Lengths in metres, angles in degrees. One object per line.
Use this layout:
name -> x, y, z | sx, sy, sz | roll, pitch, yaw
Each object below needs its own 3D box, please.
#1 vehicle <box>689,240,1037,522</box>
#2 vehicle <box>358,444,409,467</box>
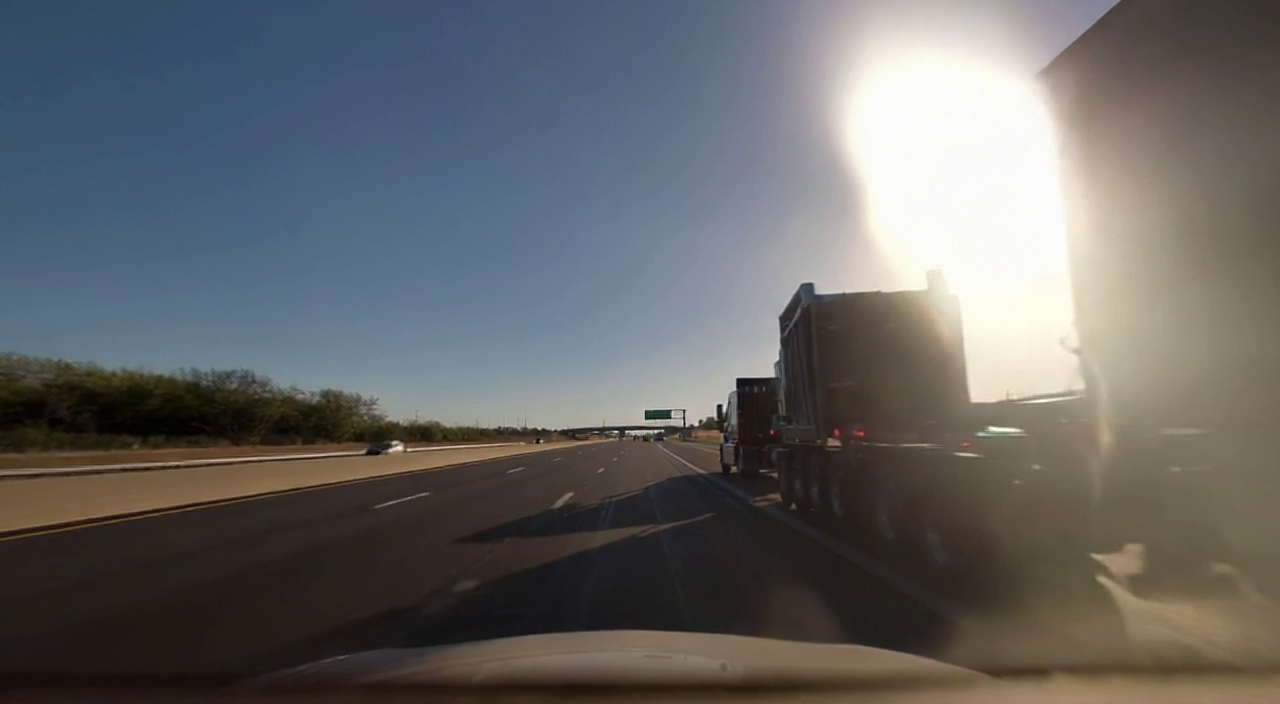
vehicle -> 3.326, 1.155, 14.228 | 3.446, 3.698, 12.089 | 0, -8, 0
vehicle -> -18.436, 7.455, 45.407 | 1.813, 1.492, 4.413 | 0, -8, 0
